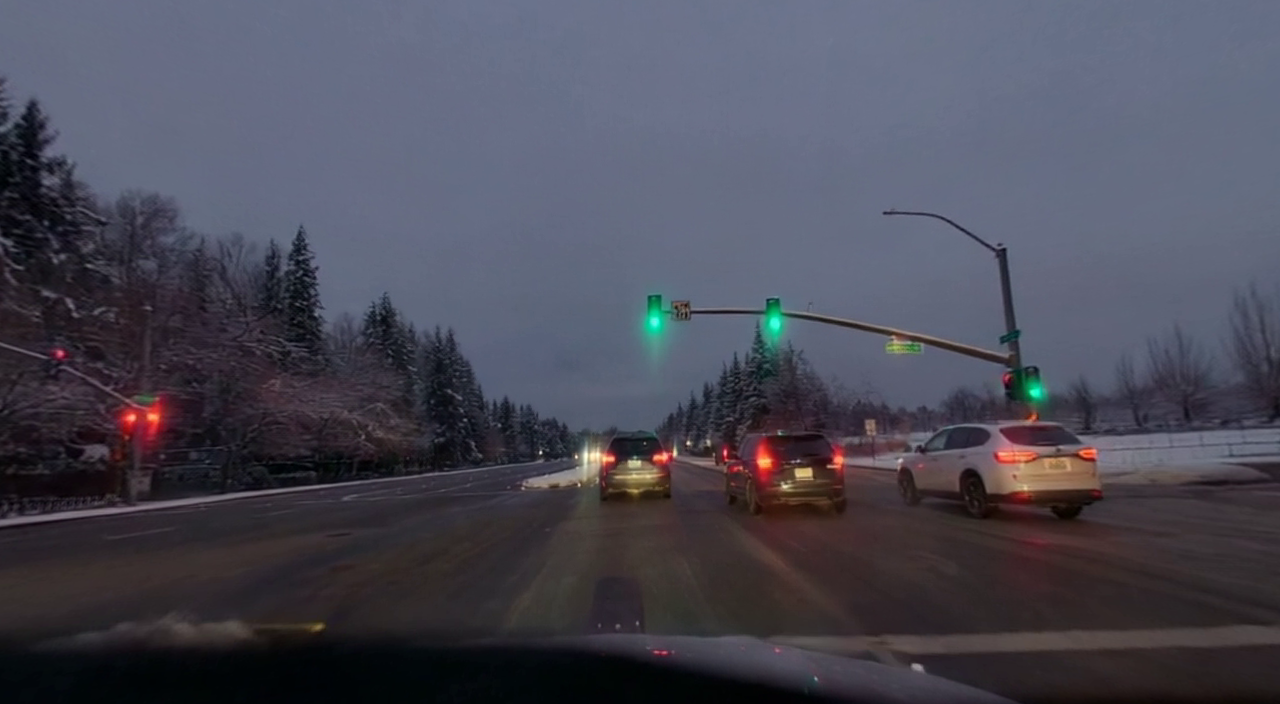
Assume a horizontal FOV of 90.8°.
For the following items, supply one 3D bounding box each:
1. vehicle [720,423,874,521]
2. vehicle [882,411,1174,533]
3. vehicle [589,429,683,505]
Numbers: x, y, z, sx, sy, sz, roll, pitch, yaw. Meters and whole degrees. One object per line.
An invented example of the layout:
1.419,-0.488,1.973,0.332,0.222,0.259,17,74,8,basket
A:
3.246,2.617,14.384,2.057,1.788,5.216,0,-9,-1,vehicle
7.019,2.247,12.463,2.251,1.873,5.346,0,-9,-1,vehicle
-0.147,3.199,18.015,2.353,1.894,4.122,0,-9,-1,vehicle
